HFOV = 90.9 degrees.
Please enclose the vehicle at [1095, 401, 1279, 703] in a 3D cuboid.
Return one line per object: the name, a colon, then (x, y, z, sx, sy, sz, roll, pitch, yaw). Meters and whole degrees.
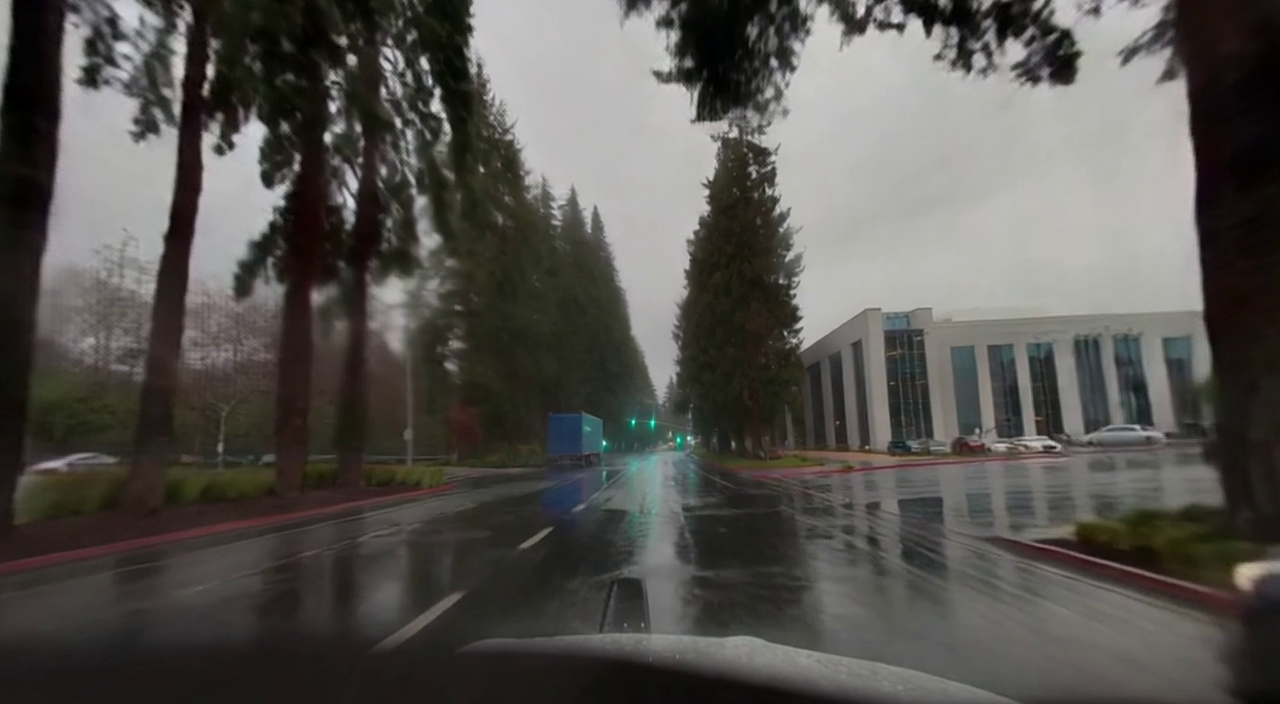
vehicle: (3.718, 0.773, 1.419, 2.098, 1.509, 4.389, 0, -9, 0)
